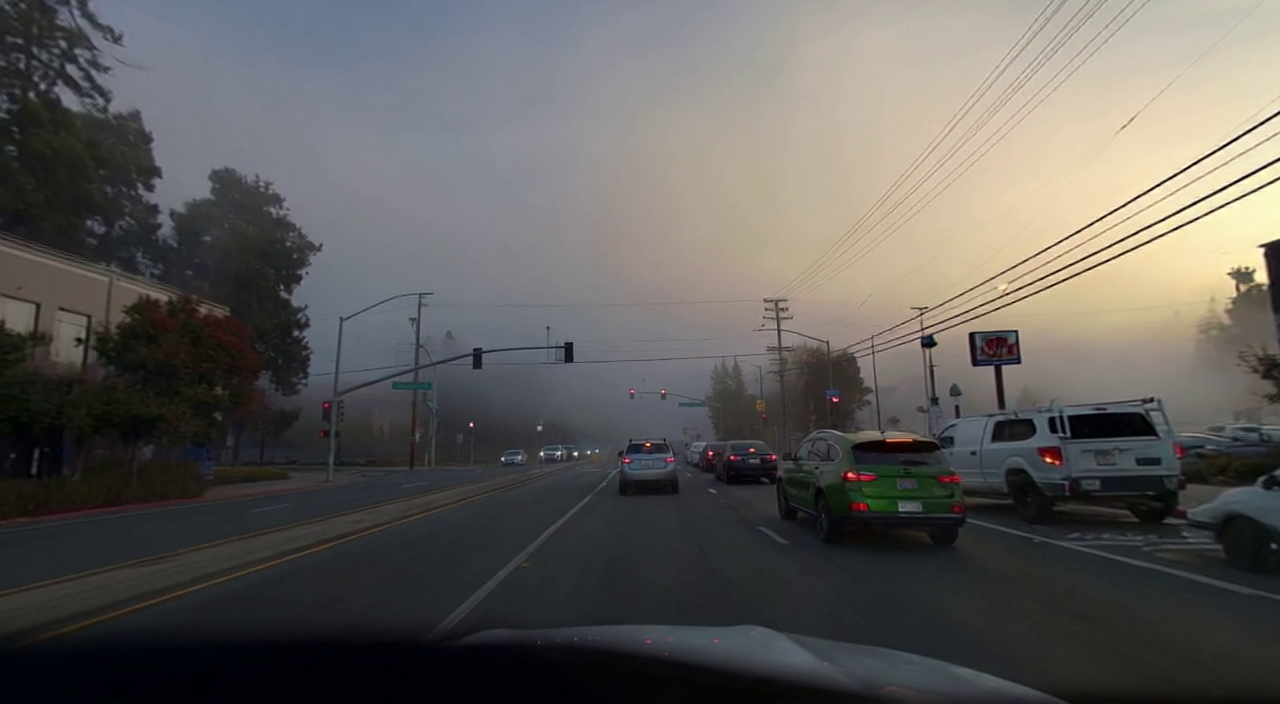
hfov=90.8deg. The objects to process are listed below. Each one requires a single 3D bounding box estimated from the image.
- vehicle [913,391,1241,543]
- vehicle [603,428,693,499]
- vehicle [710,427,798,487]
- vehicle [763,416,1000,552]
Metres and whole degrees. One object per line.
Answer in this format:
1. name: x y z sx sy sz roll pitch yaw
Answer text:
1. vehicle: 6.687 1.833 10.575 2.080 1.958 4.653 0 -9 -1
2. vehicle: 0.197 2.987 17.234 2.149 1.668 3.962 0 -9 0
3. vehicle: 3.711 3.547 21.548 2.060 1.789 4.712 0 -9 -1
4. vehicle: 3.328 1.910 9.812 1.998 1.620 4.267 0 -9 0
